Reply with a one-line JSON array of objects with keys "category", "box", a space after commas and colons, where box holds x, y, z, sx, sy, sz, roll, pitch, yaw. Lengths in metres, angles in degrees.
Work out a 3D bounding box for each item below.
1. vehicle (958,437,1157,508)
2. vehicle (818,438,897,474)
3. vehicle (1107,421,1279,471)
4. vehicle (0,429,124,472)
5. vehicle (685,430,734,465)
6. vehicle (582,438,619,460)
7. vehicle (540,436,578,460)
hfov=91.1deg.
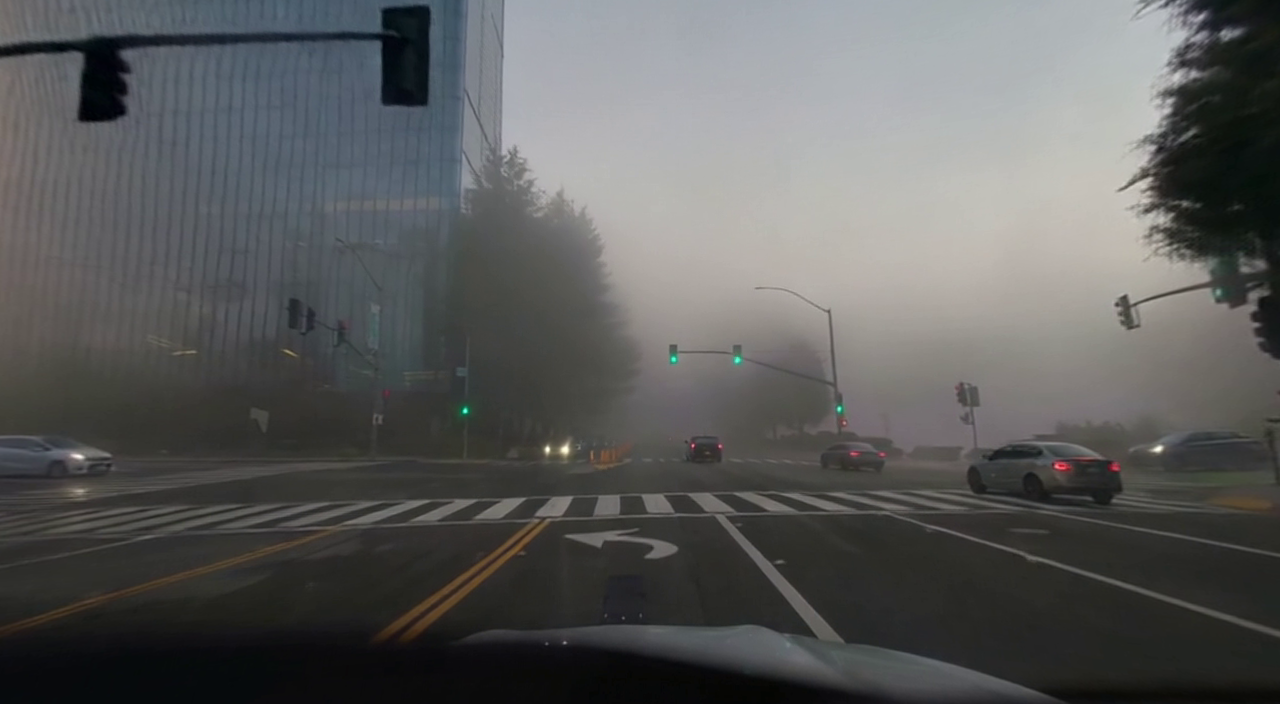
[{"category": "vehicle", "box": [9.877, 2.857, 15.376, 1.896, 1.463, 4.296, 0, -9, 0]}, {"category": "vehicle", "box": [9.496, 4.573, 27.793, 1.860, 1.460, 4.379, 0, -9, -1]}, {"category": "vehicle", "box": [23.996, 4.026, 26.748, 6.170, 1.978, 2.399, 0, -10, 0]}, {"category": "vehicle", "box": [-22.945, 3.745, 23.868, 4.856, 1.528, 2.053, -1, -9, 1]}, {"category": "vehicle", "box": [3.713, 5.237, 34.392, 2.203, 1.801, 4.331, 0, -9, 0]}, {"category": "vehicle", "box": [-2.688, 6.820, 44.074, 2.147, 1.481, 4.331, 0, -9, 2]}, {"category": "vehicle", "box": [-6.039, 7.268, 47.438, 2.182, 1.677, 4.384, 0, -9, 2]}]
